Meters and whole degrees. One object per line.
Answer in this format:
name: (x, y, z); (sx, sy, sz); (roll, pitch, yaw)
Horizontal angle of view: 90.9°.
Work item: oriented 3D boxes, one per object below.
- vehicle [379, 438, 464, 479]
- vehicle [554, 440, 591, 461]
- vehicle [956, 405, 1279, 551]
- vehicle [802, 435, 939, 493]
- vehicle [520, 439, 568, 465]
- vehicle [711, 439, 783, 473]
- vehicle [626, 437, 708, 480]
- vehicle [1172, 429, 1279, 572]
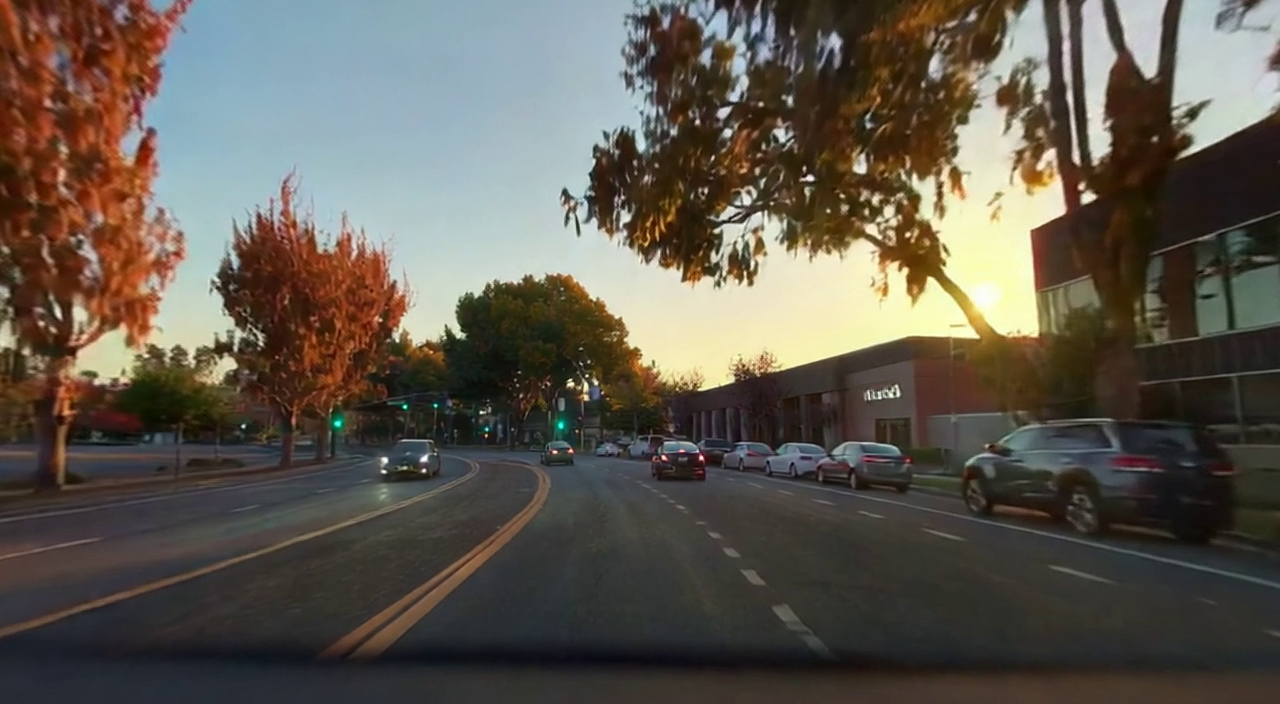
vehicle: (-8.778, 4.313, 25.747); (2.325, 1.509, 4.340); (1, -9, -6)
vehicle: (-5.129, 7.415, 47.585); (1.957, 1.463, 4.701); (2, -9, -16)
vehicle: (7.330, 1.862, 9.965); (2.070, 1.758, 4.392); (1, -8, -5)
vehicle: (6.615, 3.264, 18.757); (1.890, 1.488, 4.567); (1, -9, -7)
vehicle: (-6.234, 6.406, 40.569); (2.308, 1.535, 4.811); (2, -9, -17)
vehicle: (4.896, 4.814, 29.515); (1.820, 1.450, 4.408); (2, -9, -12)
vehicle: (0.914, 4.105, 24.548); (2.280, 1.472, 4.426); (1, -9, -10)
vehicle: (7.525, 1.371, 5.417); (1.972, 1.429, 4.487); (2, -10, 0)
